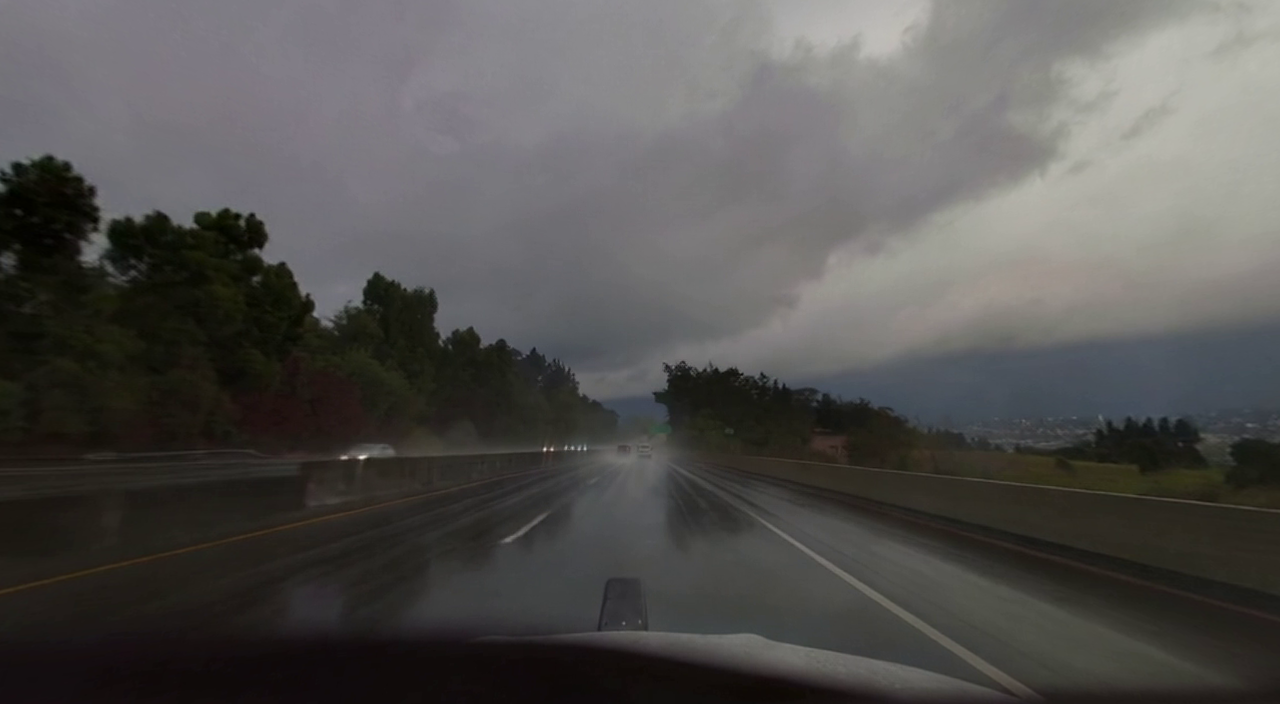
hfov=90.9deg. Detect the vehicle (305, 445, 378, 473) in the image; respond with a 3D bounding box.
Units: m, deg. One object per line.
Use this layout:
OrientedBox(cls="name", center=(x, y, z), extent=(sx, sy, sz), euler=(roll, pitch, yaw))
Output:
OrientedBox(cls="vehicle", center=(-16.787, 5.987, 35.679), extent=(1.814, 1.456, 4.581), euler=(0, -8, 1))
